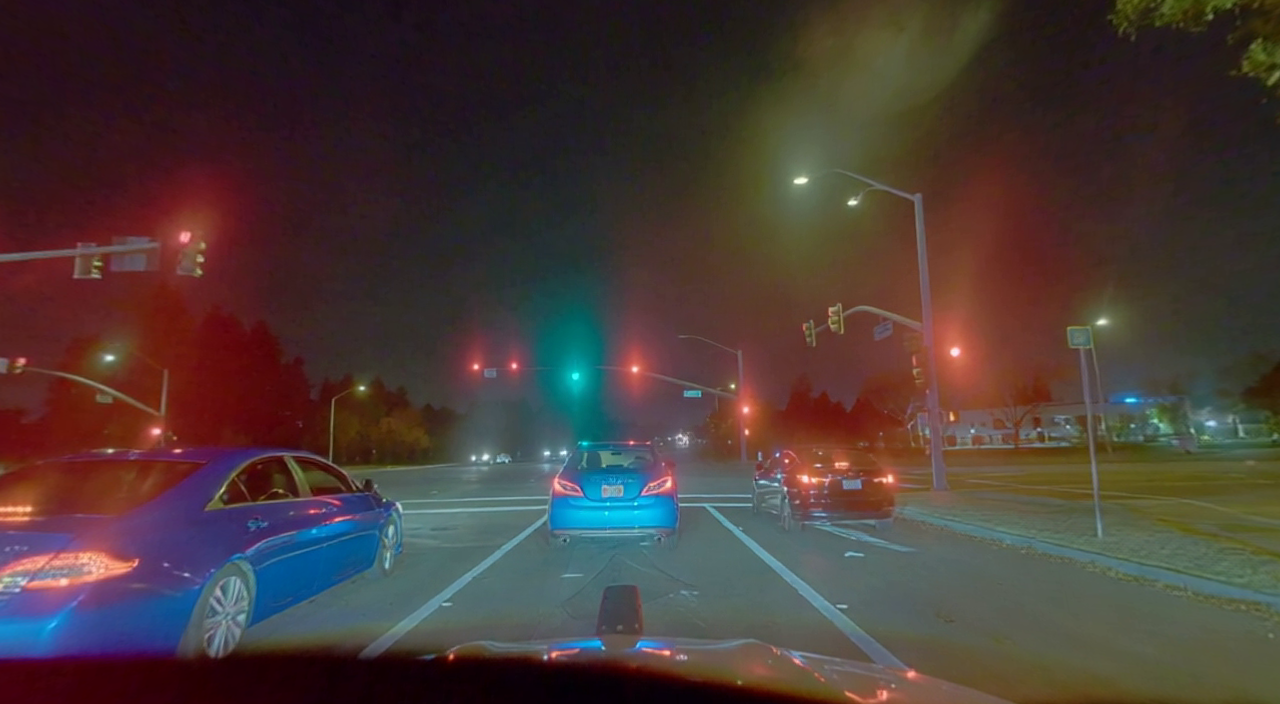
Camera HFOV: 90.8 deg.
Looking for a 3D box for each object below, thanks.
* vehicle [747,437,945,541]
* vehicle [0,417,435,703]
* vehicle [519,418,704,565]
[{"bbox_3d":[3.297,2.265,11.190,1.970,1.449,4.433,0,-8,-1],"label":"vehicle"},{"bbox_3d":[-3.577,1.413,5.552,2.052,1.472,4.479,0,-8,0],"label":"vehicle"},{"bbox_3d":[-0.345,1.830,8.979,2.038,1.599,3.844,0,-8,-1],"label":"vehicle"}]
